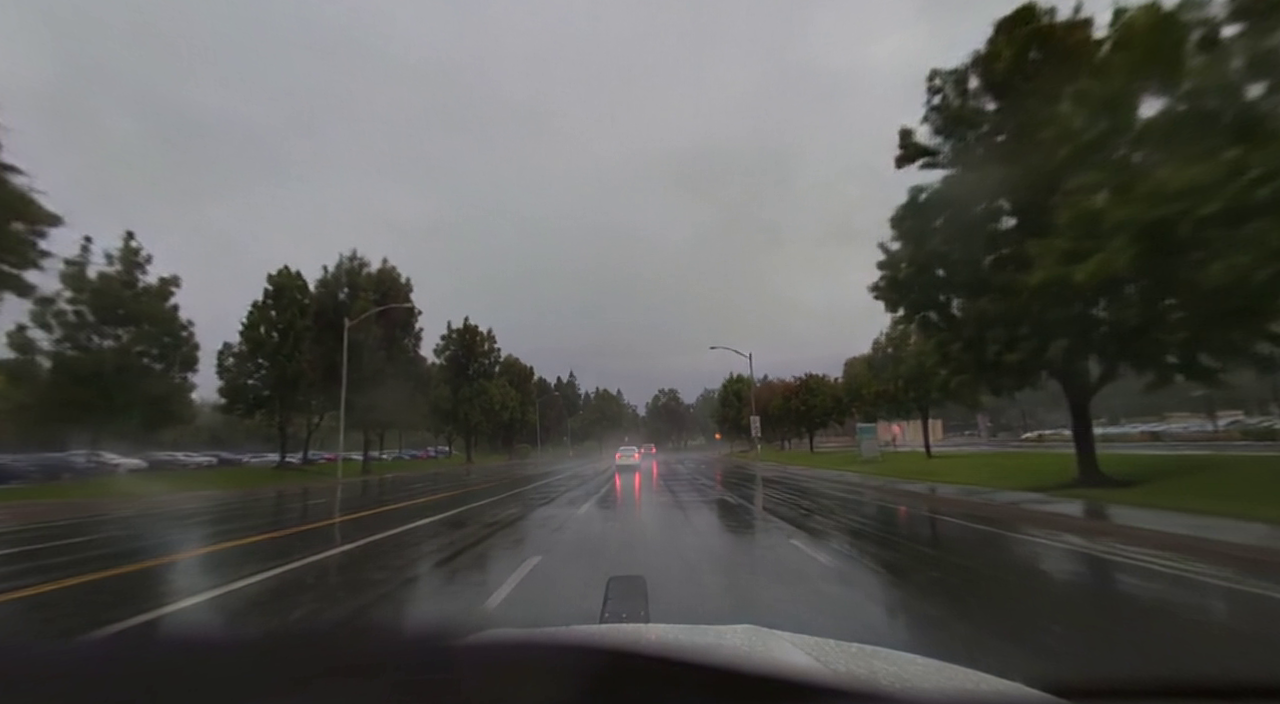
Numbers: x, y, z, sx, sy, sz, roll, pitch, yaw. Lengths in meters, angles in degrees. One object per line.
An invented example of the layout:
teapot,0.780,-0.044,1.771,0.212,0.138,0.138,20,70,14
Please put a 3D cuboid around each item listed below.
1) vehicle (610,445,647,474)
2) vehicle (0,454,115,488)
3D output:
vehicle,-0.655,6.028,35.732,1.978,1.499,3.915,0,-8,-1
vehicle,-30.244,6.133,32.645,4.392,1.602,1.860,0,-8,0
